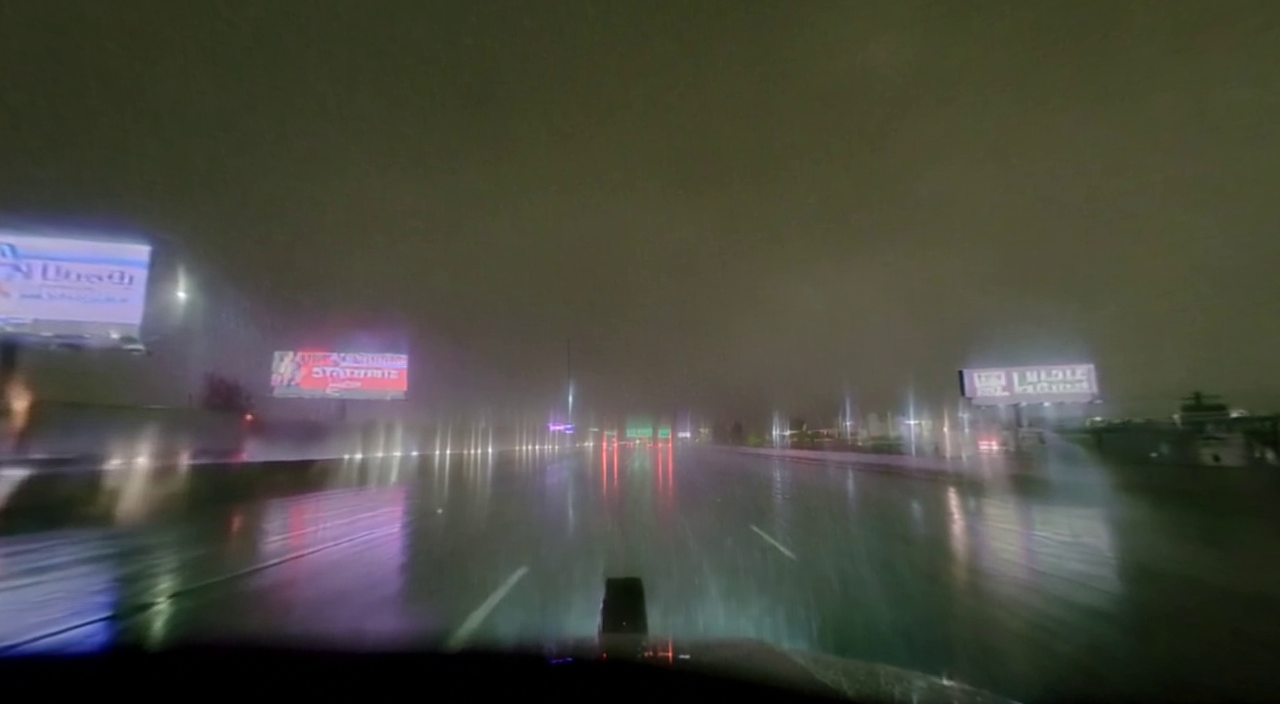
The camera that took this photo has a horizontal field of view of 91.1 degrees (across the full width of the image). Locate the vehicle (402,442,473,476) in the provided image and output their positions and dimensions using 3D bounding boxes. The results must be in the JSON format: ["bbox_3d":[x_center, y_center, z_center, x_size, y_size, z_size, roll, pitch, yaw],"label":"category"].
[{"bbox_3d":[-9.879,5.253,31.044,1.974,1.513,4.584,0,-9,0],"label":"vehicle"}]

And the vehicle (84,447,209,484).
[{"bbox_3d":[-22.203,5.084,28.515,1.933,1.523,4.565,0,-9,1],"label":"vehicle"}]

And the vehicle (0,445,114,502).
[{"bbox_3d":[-18.551,3.560,18.656,1.893,1.558,4.498,0,-9,0],"label":"vehicle"}]
